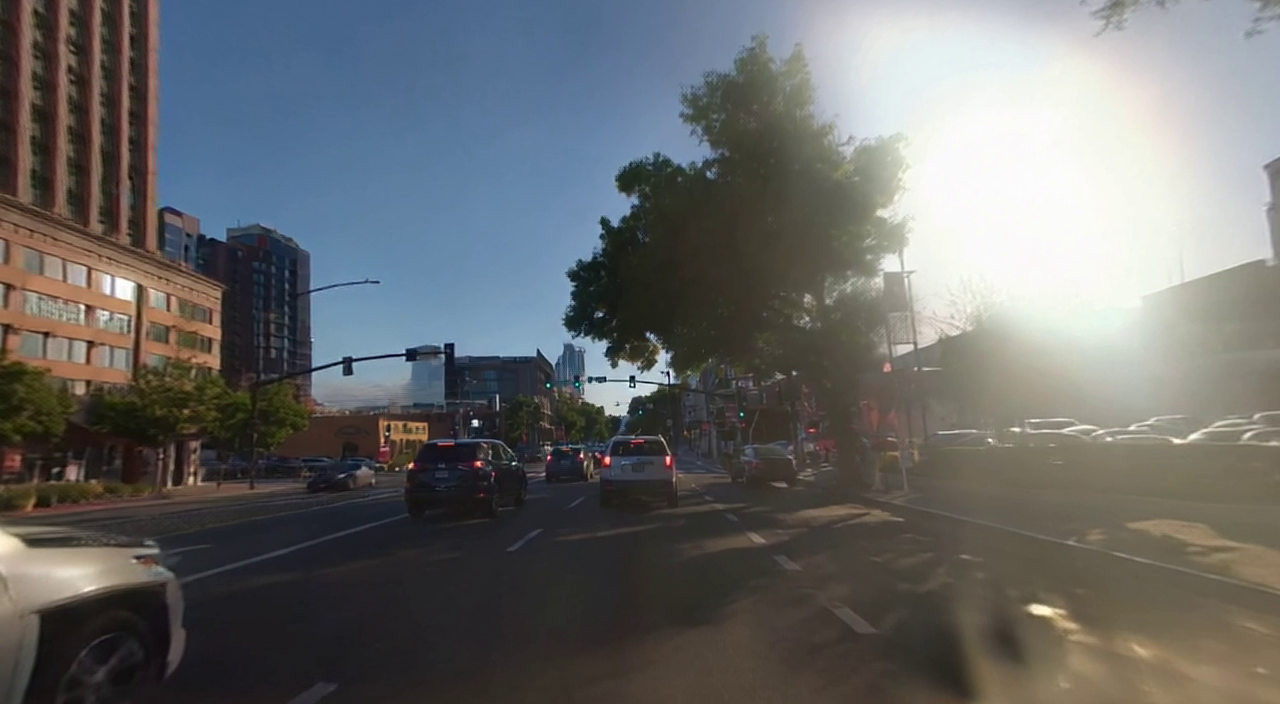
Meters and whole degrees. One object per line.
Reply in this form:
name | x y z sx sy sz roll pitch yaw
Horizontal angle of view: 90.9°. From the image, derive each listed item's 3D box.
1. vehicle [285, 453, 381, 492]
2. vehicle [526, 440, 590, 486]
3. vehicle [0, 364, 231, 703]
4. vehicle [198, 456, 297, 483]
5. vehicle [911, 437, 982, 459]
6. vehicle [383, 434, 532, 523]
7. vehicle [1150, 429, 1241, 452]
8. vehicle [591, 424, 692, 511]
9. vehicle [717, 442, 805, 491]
vehicle | -14.524 5.681 30.173 2.115 1.654 4.727 0 -8 2
vehicle | -3.197 4.385 25.226 1.894 1.642 3.861 0 -8 2
vehicle | -3.323 0.706 1.209 1.975 1.624 4.481 0 -8 1
vehicle | -29.566 8.845 47.689 2.021 1.802 5.987 -5 -10 31
vehicle | 23.106 7.256 47.674 4.361 1.478 1.909 -4 -9 10
vehicle | -3.728 2.641 13.749 1.886 1.599 4.247 0 -8 1
vehicle | 38.588 6.178 43.887 4.169 1.475 2.059 -3 -9 17
vehicle | 0.060 2.685 15.077 2.075 1.770 4.018 0 -8 1
vehicle | 3.946 3.813 21.407 1.986 1.457 4.566 0 -8 -1
